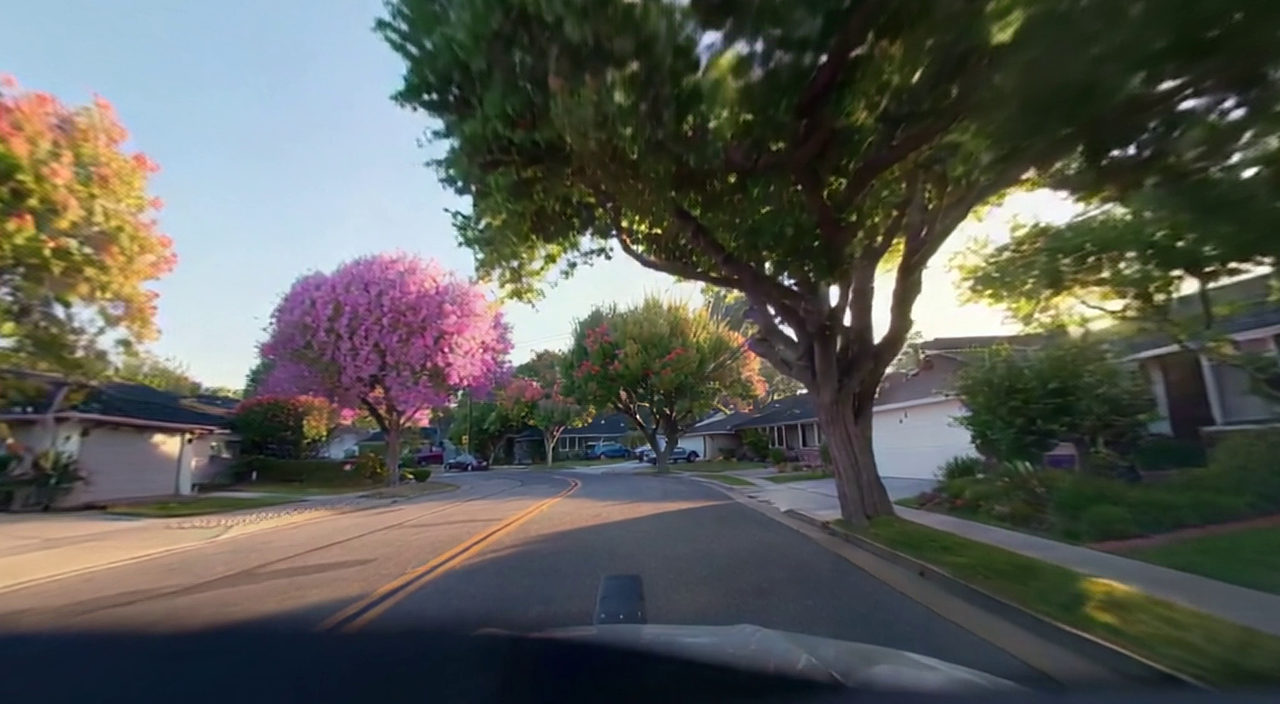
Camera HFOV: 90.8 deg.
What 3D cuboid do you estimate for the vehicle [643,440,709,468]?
[{"bbox_3d":[2.704,7.611,47.461,4.459,1.738,1.930,0,-8,-28],"label":"vehicle"}]
